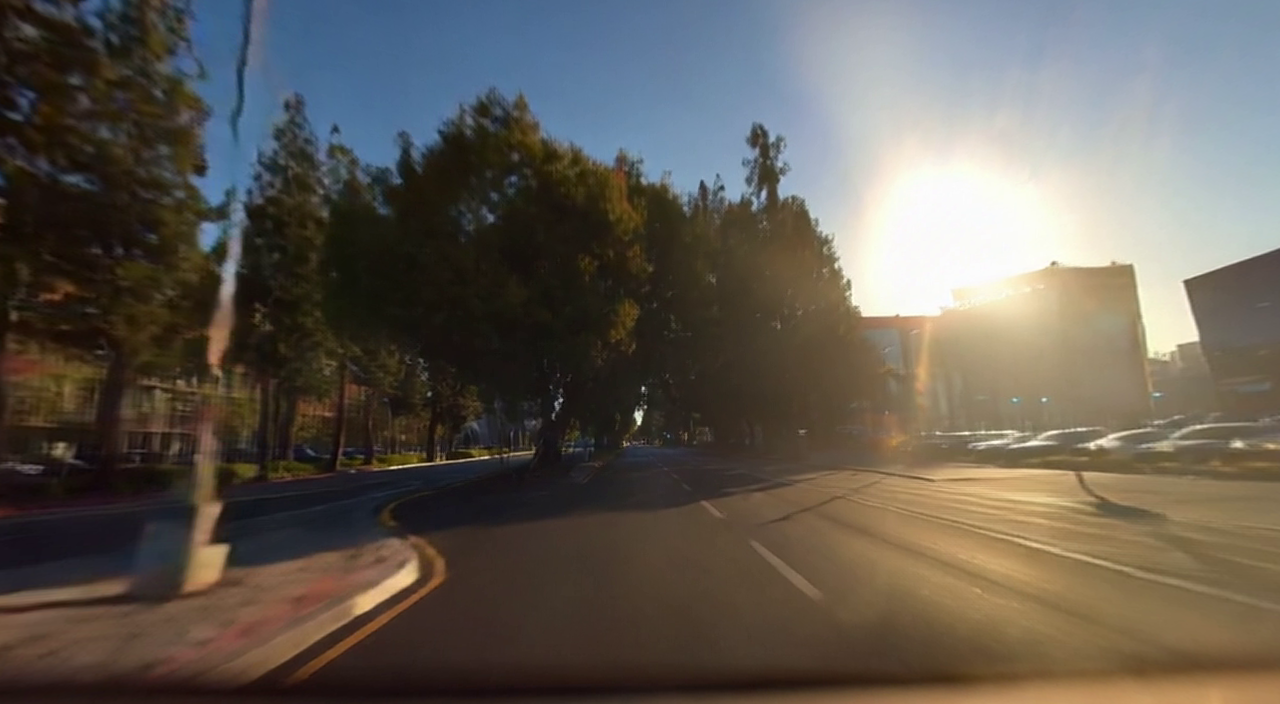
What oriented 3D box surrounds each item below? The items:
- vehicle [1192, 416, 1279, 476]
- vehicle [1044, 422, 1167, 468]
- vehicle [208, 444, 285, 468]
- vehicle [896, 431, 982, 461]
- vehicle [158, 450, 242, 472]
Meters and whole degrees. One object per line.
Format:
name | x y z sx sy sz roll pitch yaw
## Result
vehicle | 18.941 2.838 19.088 4.515 1.606 1.910 5 -10 -30
vehicle | 18.284 3.652 24.798 4.493 1.632 1.985 4 -10 -28
vehicle | -30.236 8.018 48.619 4.528 1.695 1.945 -1 -9 -3
vehicle | 17.584 5.502 37.115 4.638 1.648 1.887 4 -9 -24
vehicle | -30.337 7.525 43.613 4.401 1.460 1.825 0 -8 -1
